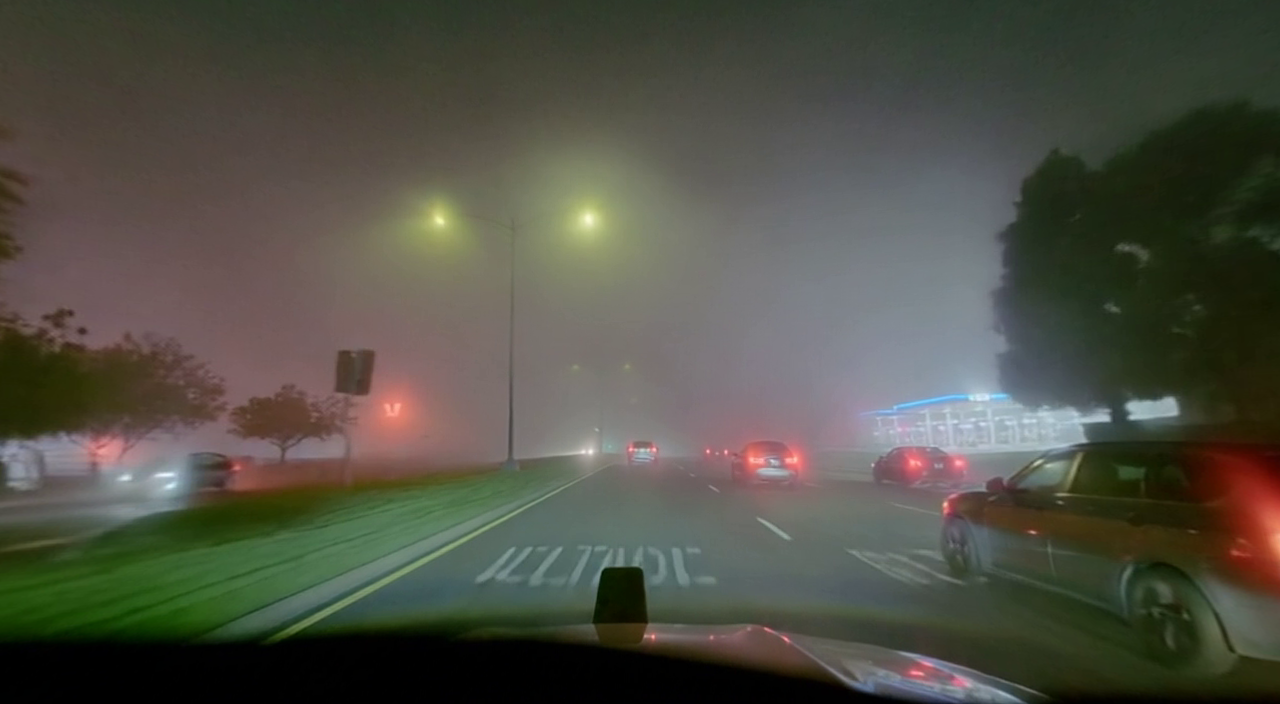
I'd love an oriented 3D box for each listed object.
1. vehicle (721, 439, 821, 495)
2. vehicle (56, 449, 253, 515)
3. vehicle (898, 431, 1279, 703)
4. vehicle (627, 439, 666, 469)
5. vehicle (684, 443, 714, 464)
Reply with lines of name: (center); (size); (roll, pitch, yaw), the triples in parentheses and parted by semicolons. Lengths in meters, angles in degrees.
vehicle: (3.924, 3.528, 19.731); (2.119, 1.509, 4.756); (0, -9, 0)
vehicle: (-13.304, 3.529, 17.659); (1.937, 1.501, 4.520); (-2, -9, 0)
vehicle: (3.961, 1.386, 4.955); (1.944, 1.404, 4.597); (0, -9, 1)
vehicle: (0.396, 6.093, 37.576); (2.172, 1.694, 4.055); (0, -9, 0)
vehicle: (4.615, 8.014, 49.771); (1.980, 1.515, 4.362); (0, -9, 0)
